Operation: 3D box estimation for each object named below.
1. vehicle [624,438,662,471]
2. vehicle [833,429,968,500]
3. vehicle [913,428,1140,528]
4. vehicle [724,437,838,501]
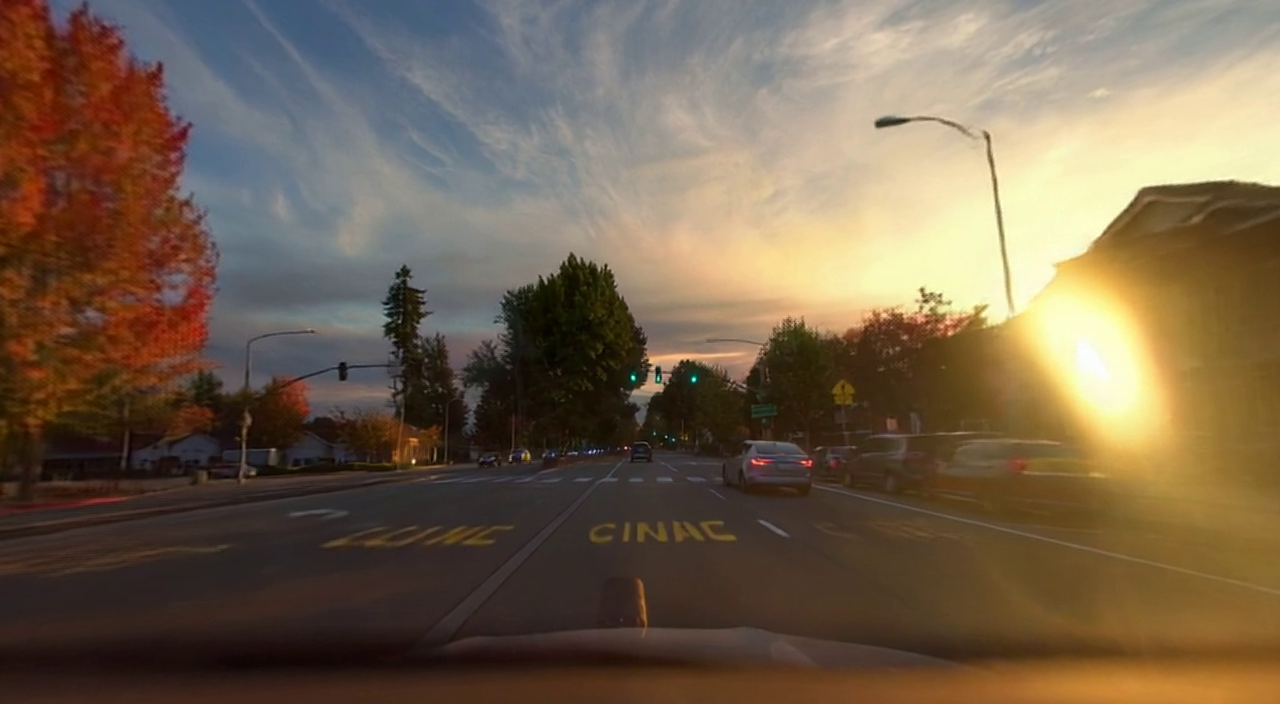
[{"bbox_3d":[0.160,6.363,39.234,2.239,1.856,4.815,0,-9,-1],"label":"vehicle"},{"bbox_3d":[7.171,3.138,17.897,1.934,1.723,4.414,0,-9,0],"label":"vehicle"},{"bbox_3d":[7.211,2.382,12.405,1.876,1.598,4.171,0,-9,1],"label":"vehicle"},{"bbox_3d":[3.735,3.191,17.562,2.178,1.546,4.311,0,-9,0],"label":"vehicle"}]
